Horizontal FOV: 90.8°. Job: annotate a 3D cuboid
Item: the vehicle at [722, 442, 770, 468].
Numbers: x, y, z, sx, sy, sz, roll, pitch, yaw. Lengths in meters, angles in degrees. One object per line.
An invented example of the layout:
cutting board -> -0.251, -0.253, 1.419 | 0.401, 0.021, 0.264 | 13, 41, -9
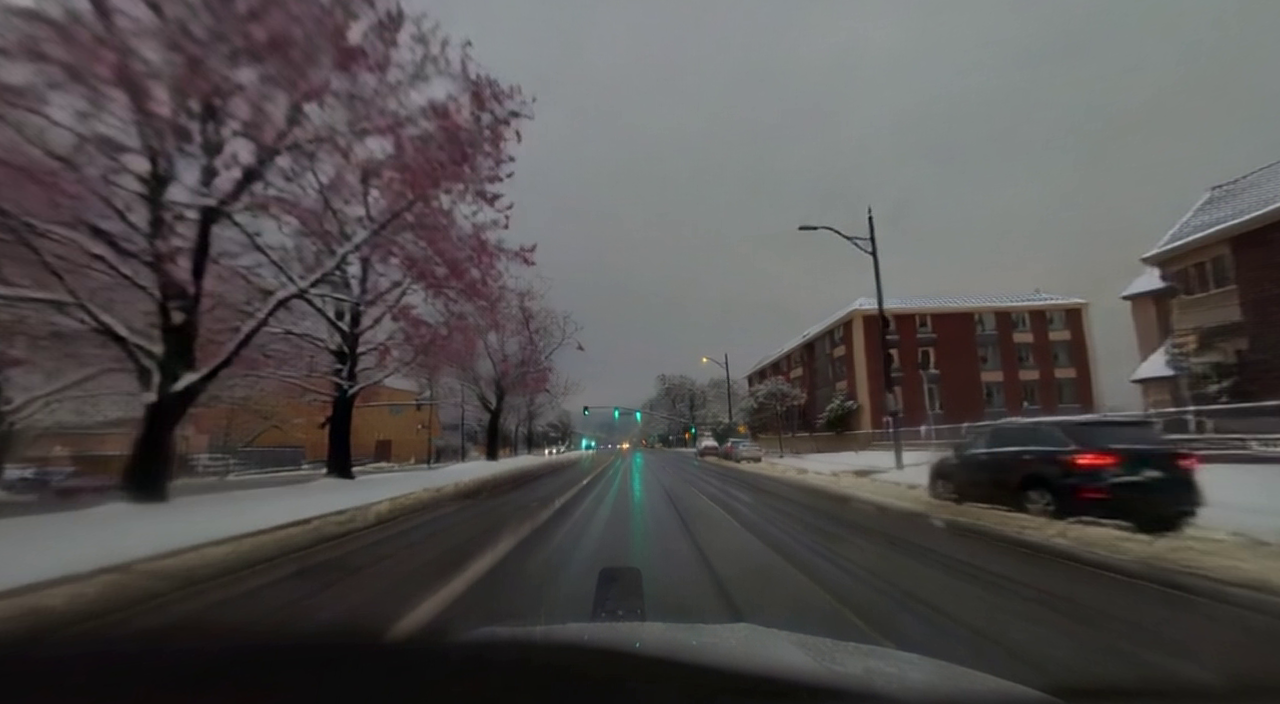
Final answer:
vehicle -> 6.470, 6.358, 39.235 | 1.891, 1.456, 4.909 | 0, -9, -3

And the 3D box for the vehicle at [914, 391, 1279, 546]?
vehicle -> 6.941, 1.807, 10.392 | 2.450, 1.892, 5.107 | 0, -9, -2

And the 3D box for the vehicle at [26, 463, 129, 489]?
vehicle -> -34.022, 7.502, 38.327 | 4.077, 1.429, 1.997 | 3, -9, -18
